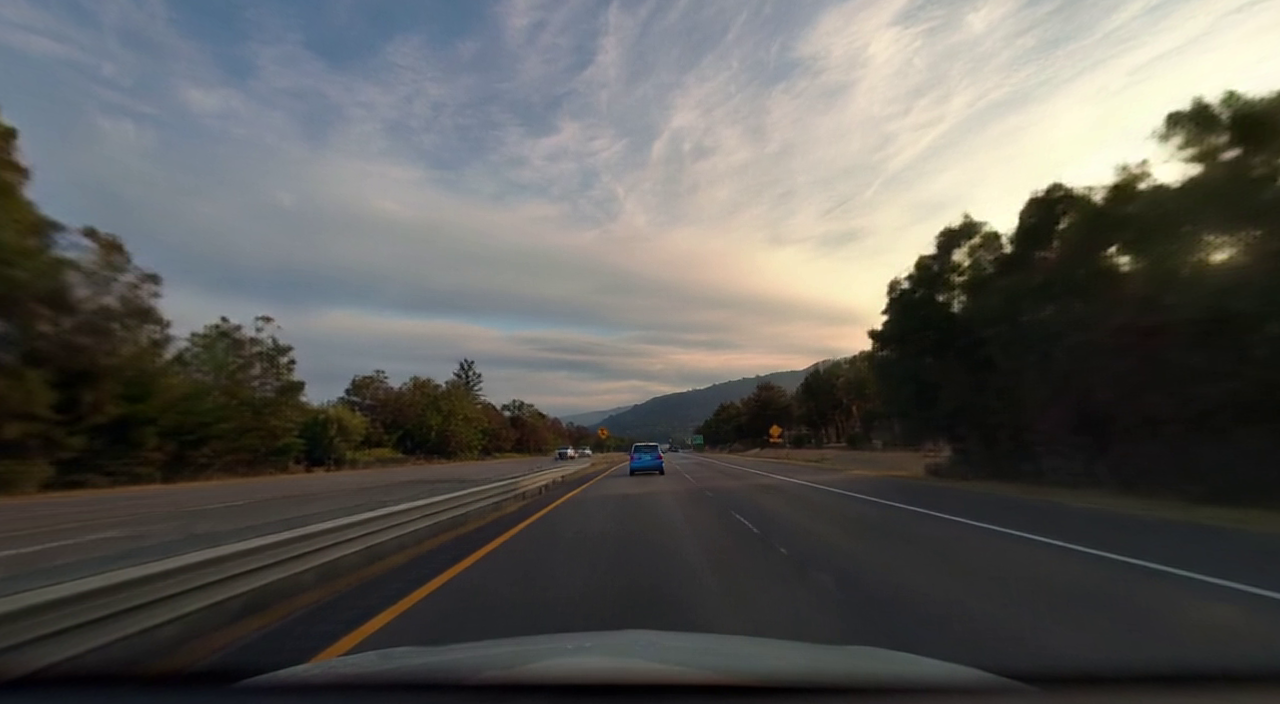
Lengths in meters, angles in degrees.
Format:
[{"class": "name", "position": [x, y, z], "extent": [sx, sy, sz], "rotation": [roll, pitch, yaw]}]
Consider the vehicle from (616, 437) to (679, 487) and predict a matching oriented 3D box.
[{"class": "vehicle", "position": [0.271, 4.164, 24.011], "extent": [2.190, 1.706, 4.062], "rotation": [0, -9, 0]}]
